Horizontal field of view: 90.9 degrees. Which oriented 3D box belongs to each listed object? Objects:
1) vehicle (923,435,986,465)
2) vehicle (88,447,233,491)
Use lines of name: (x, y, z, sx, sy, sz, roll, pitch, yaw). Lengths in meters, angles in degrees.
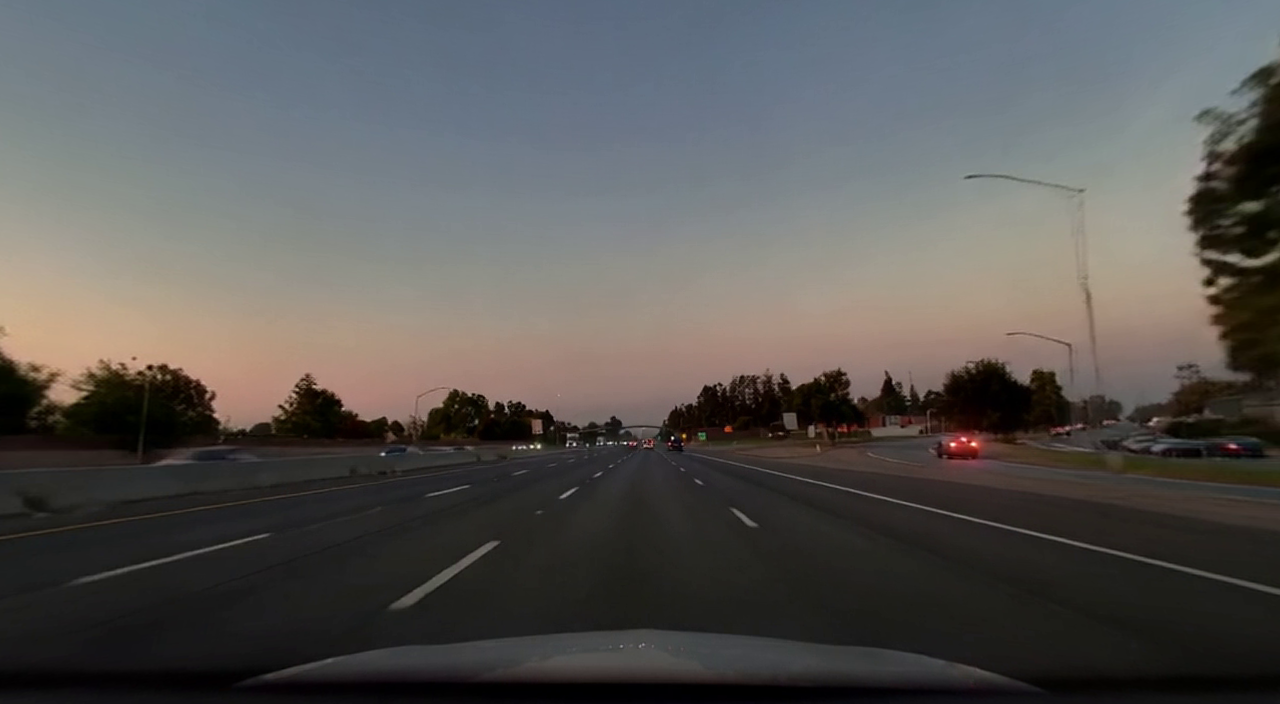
vehicle: (18.861, 5.906, 38.017, 2.039, 1.658, 4.457, -2, -8, 9)
vehicle: (-17.830, 4.322, 23.758, 1.877, 1.455, 4.489, 0, -8, 1)
